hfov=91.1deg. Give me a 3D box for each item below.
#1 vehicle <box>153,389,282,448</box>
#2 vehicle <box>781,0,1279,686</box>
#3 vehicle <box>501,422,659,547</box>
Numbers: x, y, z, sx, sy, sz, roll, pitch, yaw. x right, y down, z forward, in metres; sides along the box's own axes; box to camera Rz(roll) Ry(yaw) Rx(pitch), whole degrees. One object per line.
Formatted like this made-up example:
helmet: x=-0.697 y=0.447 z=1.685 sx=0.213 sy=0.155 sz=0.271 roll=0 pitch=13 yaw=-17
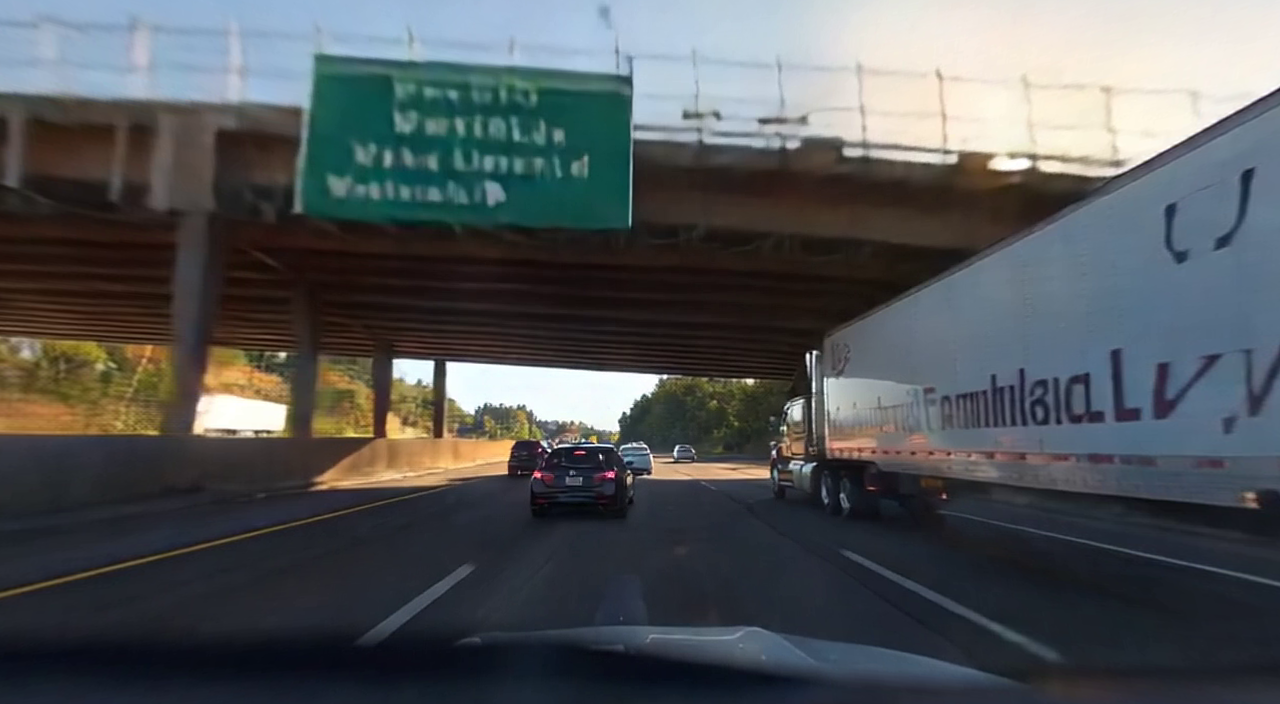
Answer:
vehicle: x=-26.760 y=4.457 z=40.540 sx=2.720 sy=3.331 sz=8.732 roll=0 pitch=-9 yaw=-4
vehicle: x=4.898 y=0.489 z=8.063 sx=2.825 sy=4.043 sz=14.051 roll=0 pitch=-9 yaw=0
vehicle: x=-0.749 y=2.003 z=10.024 sx=2.038 sy=1.582 sz=3.729 roll=0 pitch=-9 yaw=1
